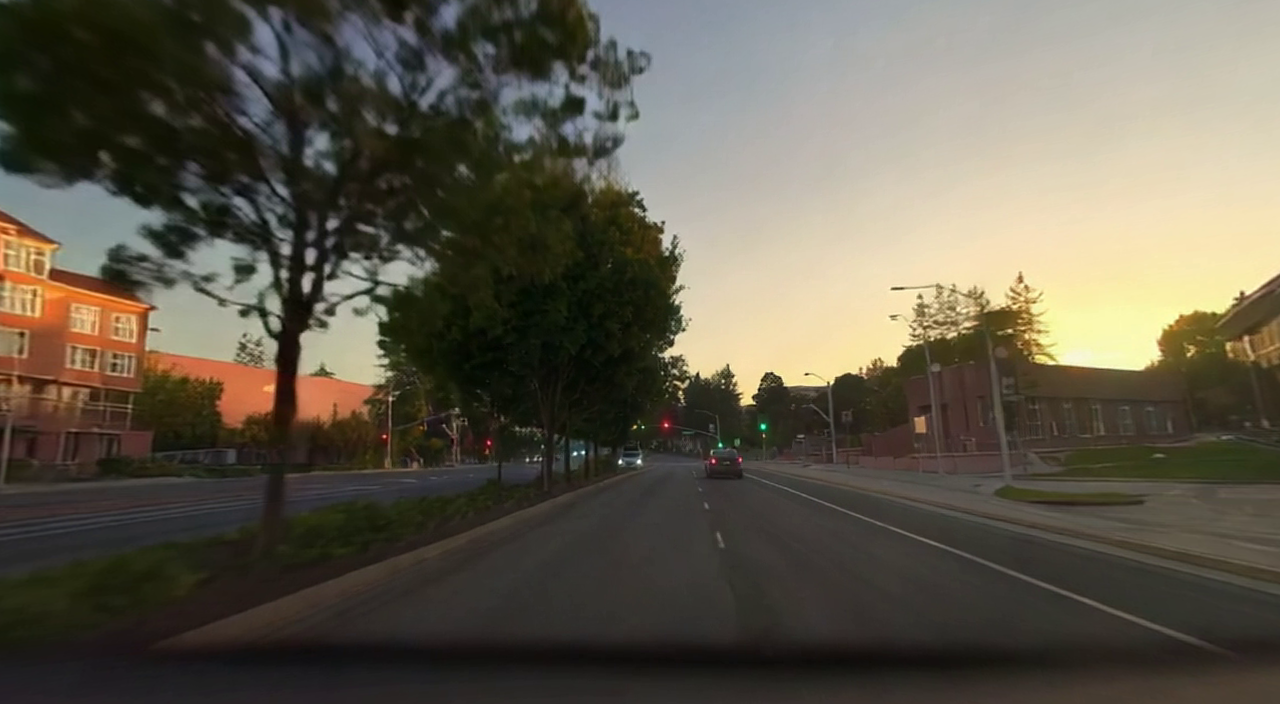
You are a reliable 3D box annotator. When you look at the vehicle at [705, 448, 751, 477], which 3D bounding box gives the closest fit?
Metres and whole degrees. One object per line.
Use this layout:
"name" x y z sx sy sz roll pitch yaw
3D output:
"vehicle" 4.797 6.072 35.052 2.133 1.481 4.276 0 -9 2
